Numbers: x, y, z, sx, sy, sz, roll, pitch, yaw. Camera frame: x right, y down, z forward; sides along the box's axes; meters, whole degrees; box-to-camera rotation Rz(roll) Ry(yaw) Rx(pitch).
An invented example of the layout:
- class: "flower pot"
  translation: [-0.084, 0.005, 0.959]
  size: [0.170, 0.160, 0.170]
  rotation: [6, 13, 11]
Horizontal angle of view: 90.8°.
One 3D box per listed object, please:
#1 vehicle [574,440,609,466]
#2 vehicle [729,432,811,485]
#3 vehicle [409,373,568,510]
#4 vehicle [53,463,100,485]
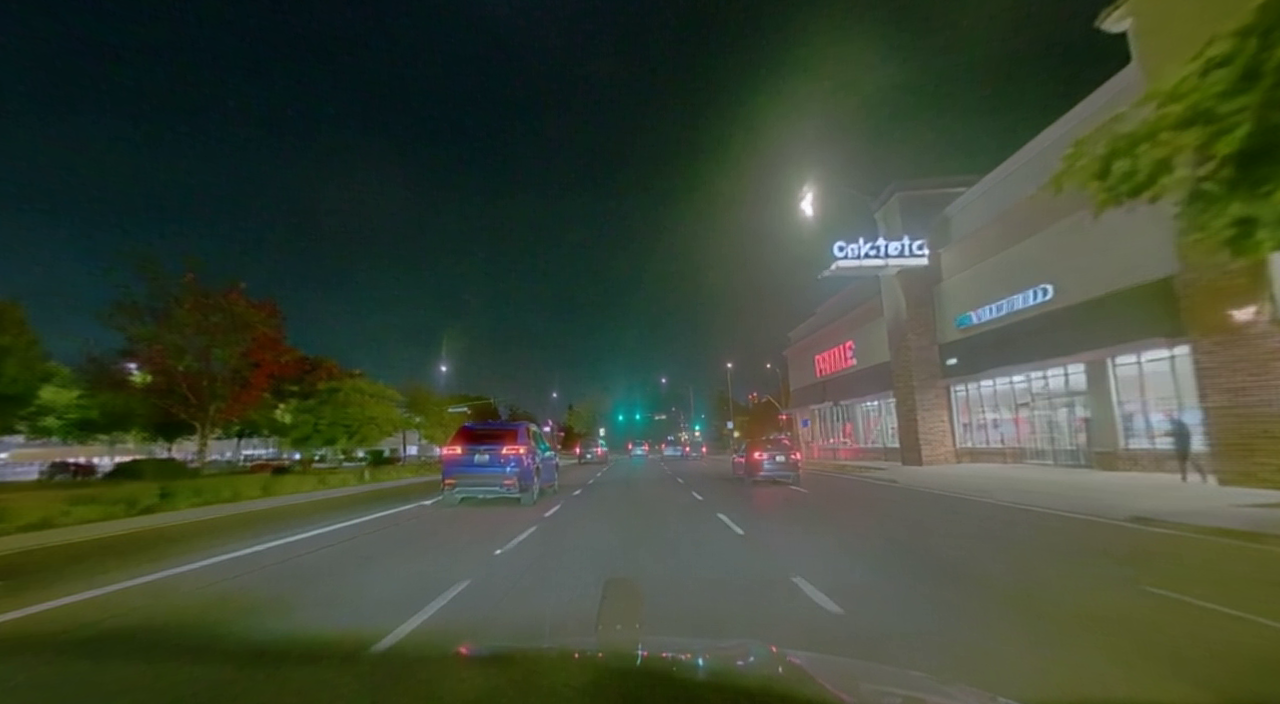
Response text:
- class: "vehicle"
  translation: [-3.340, 7.068, 44.452]
  size: [2.030, 1.724, 4.365]
  rotation: [0, -9, 1]
- class: "vehicle"
  translation: [4.375, 3.655, 21.990]
  size: [1.869, 1.646, 4.166]
  rotation: [0, -9, -1]
- class: "vehicle"
  translation: [-3.432, 2.265, 15.925]
  size: [2.443, 2.784, 5.862]
  rotation: [0, -9, 1]
- class: "vehicle"
  translation: [-42.034, 9.064, 47.100]
  size: [4.478, 1.494, 1.934]
  rotation: [-8, -11, 41]
